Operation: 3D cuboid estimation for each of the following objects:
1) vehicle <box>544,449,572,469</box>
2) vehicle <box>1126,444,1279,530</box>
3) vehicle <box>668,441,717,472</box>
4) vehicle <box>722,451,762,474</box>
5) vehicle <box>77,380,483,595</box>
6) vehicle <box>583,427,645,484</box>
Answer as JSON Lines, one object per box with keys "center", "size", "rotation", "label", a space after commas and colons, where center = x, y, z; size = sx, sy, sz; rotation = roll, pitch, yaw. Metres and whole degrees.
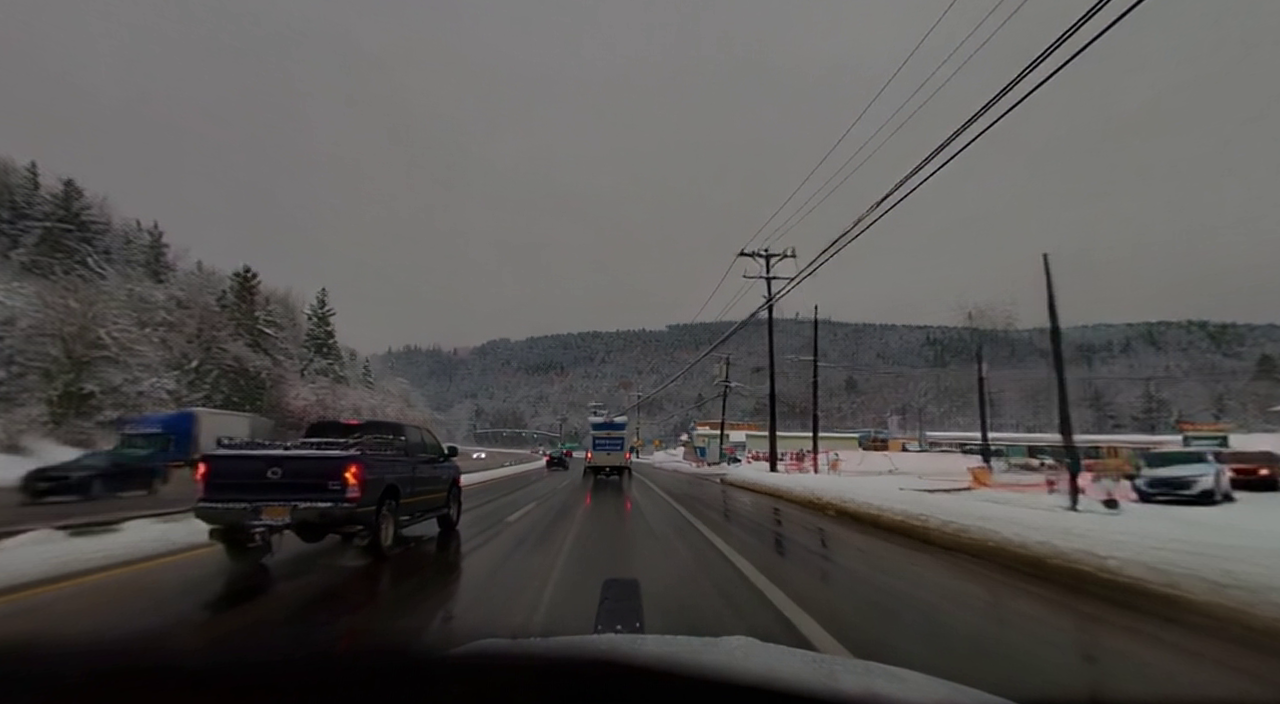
{"center": [-6.299, 8.235, 48.758], "size": [1.972, 1.496, 4.150], "rotation": [1, -9, -5], "label": "vehicle"}
{"center": [15.197, 3.459, 16.958], "size": [5.331, 1.917, 2.166], "rotation": [7, -11, -40], "label": "vehicle"}
{"center": [3.941, 8.023, 48.728], "size": [2.706, 2.199, 6.527], "rotation": [1, -9, -5], "label": "vehicle"}
{"center": [7.392, 8.147, 46.333], "size": [1.933, 1.480, 4.249], "rotation": [2, -12, -4], "label": "vehicle"}
{"center": [-4.080, 1.686, 8.835], "size": [2.345, 2.012, 5.693], "rotation": [0, -9, -1], "label": "vehicle"}
{"center": [-1.231, 4.562, 28.096], "size": [2.486, 2.280, 5.291], "rotation": [1, -9, -4], "label": "vehicle"}
